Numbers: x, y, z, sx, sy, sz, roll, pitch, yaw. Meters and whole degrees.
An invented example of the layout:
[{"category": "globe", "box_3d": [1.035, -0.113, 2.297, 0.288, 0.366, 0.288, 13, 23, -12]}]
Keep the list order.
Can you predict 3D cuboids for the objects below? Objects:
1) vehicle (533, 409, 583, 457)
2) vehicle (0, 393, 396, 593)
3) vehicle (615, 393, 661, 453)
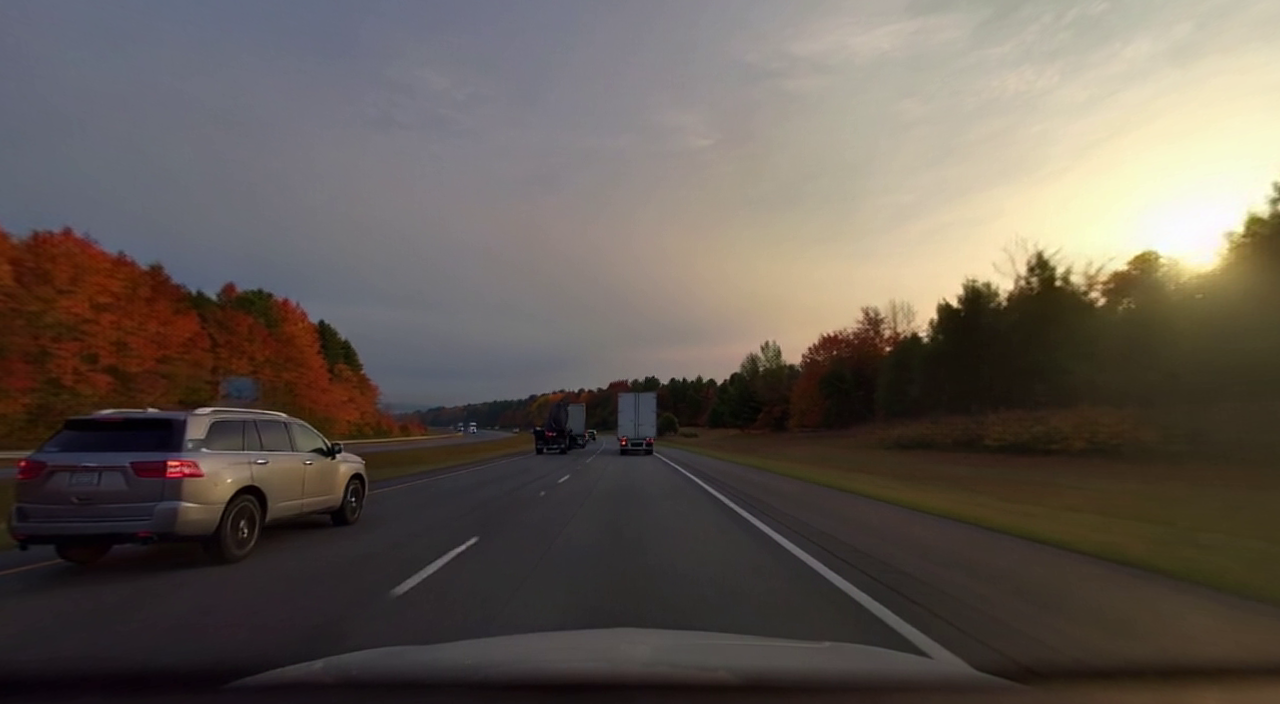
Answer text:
[{"category": "vehicle", "box_3d": [-4.953, 5.040, 38.940, 2.383, 2.726, 5.677, 0, -8, 0]}, {"category": "vehicle", "box_3d": [-4.892, 1.484, 7.590, 2.089, 1.669, 4.515, 0, -8, 0]}, {"category": "vehicle", "box_3d": [-0.246, 5.314, 46.391, 3.078, 3.955, 8.774, 0, -8, -2]}]
